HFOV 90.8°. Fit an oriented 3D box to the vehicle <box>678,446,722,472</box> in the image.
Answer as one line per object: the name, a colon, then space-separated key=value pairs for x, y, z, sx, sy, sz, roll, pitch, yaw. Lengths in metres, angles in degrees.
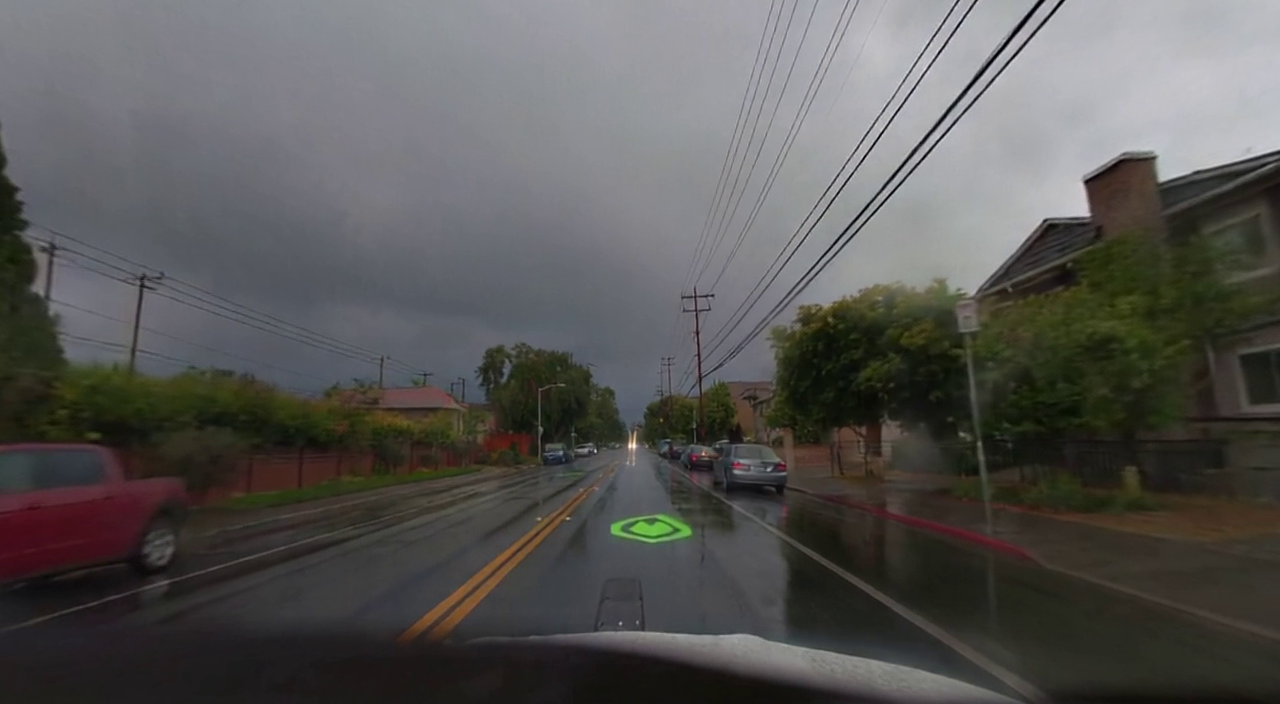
vehicle: x=3.348 y=6.054 z=36.093 sx=1.967 sy=1.382 sz=4.361 roll=0 pitch=-8 yaw=-1

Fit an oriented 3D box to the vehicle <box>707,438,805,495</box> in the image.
vehicle: x=3.451 y=3.514 z=19.864 sx=2.024 sy=1.554 sz=4.867 roll=0 pitch=-8 yaw=-2

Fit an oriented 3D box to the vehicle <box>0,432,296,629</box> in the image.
vehicle: x=-6.628 y=1.791 z=7.132 sx=2.195 sy=1.684 sz=5.802 roll=-1 pitch=-8 yaw=1
